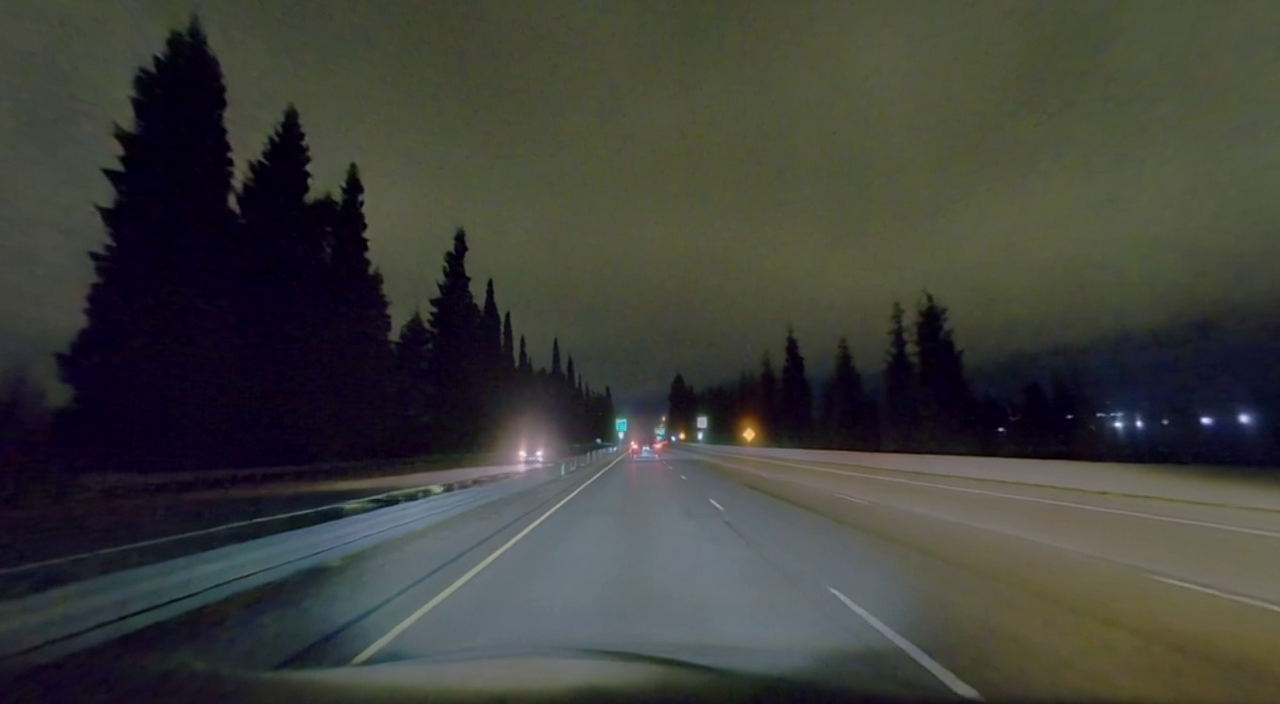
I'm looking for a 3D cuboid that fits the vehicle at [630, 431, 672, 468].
[{"bbox_3d":[0.650,5.643,36.599,2.301,1.944,4.554,0,-8,1],"label":"vehicle"}]

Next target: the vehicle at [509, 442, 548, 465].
[{"bbox_3d":[-7.694,7.024,43.759,1.899,1.513,4.382,0,-8,1],"label":"vehicle"}]
